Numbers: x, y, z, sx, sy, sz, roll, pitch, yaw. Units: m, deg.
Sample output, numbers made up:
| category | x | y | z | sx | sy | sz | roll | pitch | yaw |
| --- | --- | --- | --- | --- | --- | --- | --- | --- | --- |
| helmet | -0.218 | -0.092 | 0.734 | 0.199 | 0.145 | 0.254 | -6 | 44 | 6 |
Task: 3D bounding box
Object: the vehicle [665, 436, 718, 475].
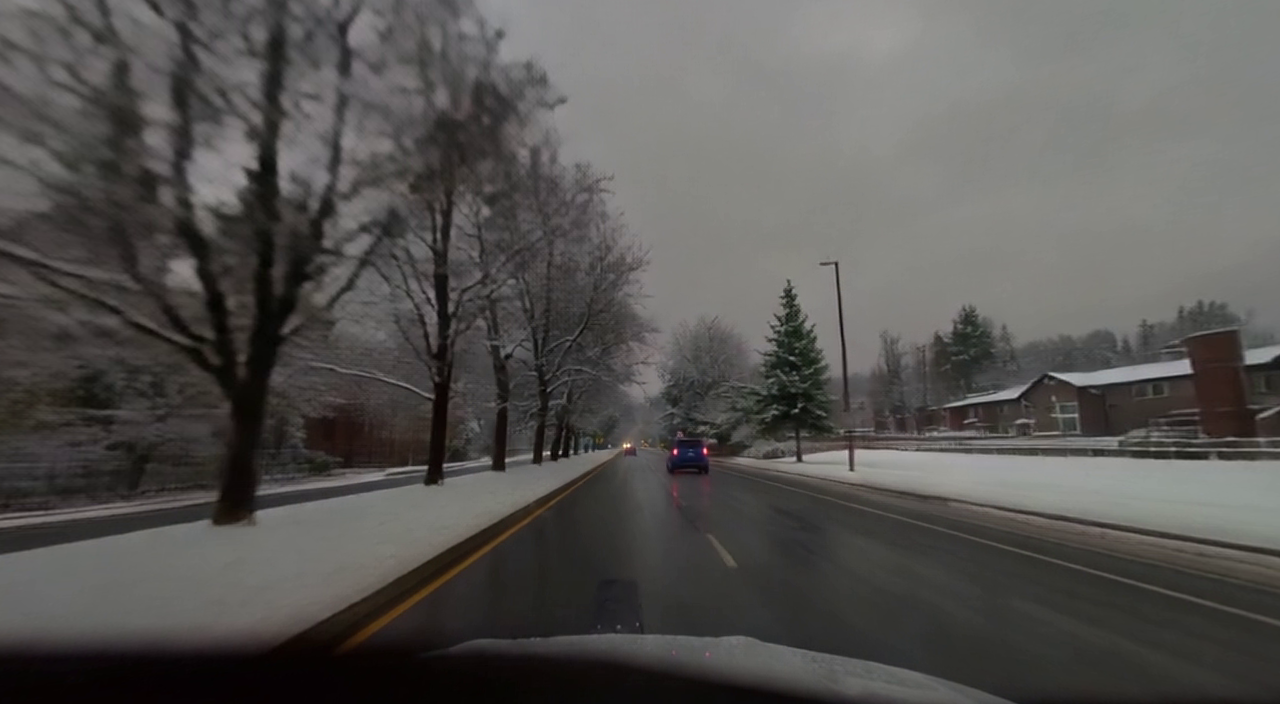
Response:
| category | x | y | z | sx | sy | sz | roll | pitch | yaw |
| --- | --- | --- | --- | --- | --- | --- | --- | --- | --- |
| vehicle | 2.429 | 5.040 | 30.954 | 2.164 | 1.725 | 4.285 | 0 | -9 | -1 |
